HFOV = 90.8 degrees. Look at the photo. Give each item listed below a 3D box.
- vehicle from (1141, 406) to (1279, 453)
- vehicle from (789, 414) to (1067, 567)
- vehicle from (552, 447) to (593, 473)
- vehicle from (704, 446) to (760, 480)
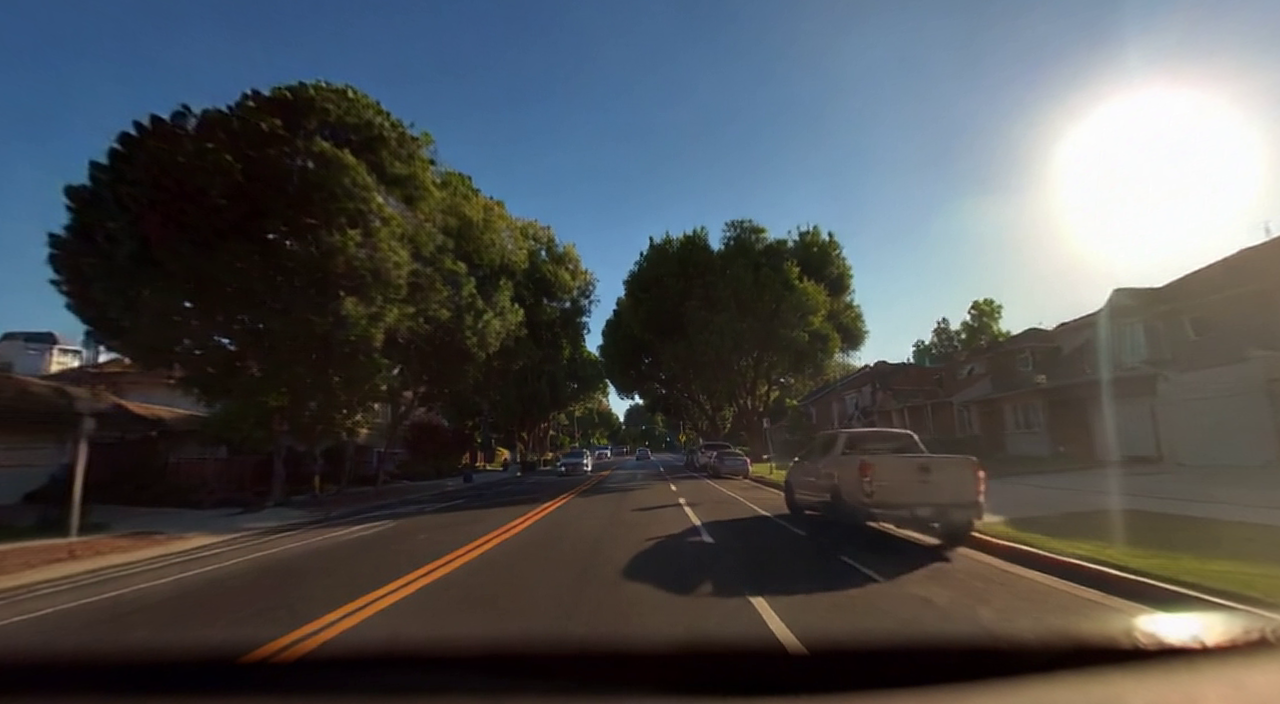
[{"bbox_3d":[22.038,2.935,23.759,4.799,1.678,2.002,1,-9,-5],"label":"vehicle"},{"bbox_3d":[3.863,1.951,9.745,2.087,1.725,4.986,0,-9,2],"label":"vehicle"},{"bbox_3d":[-4.113,6.640,39.157,1.960,1.521,4.397,0,-9,1],"label":"vehicle"},{"bbox_3d":[4.086,5.005,28.819,1.874,1.415,4.683,0,-9,0],"label":"vehicle"}]
